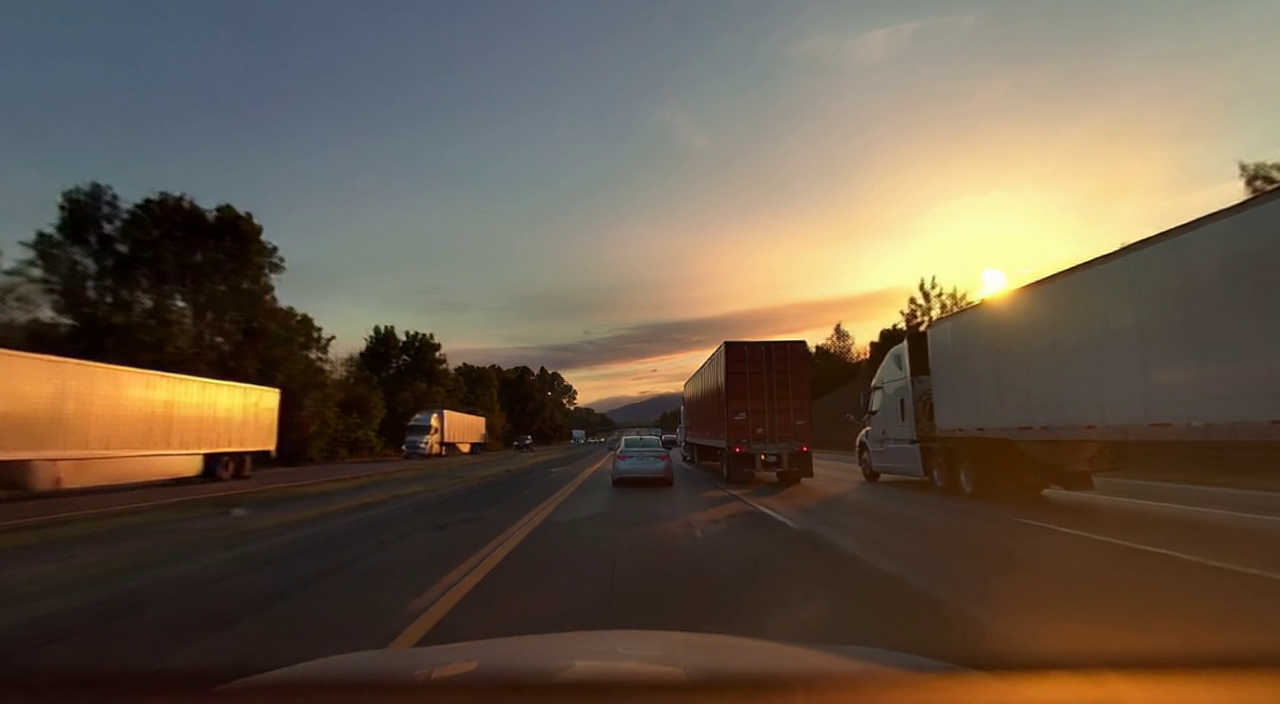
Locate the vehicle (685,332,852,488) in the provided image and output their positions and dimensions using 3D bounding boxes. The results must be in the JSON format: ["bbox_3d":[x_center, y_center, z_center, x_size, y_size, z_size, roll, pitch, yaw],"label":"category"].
[{"bbox_3d":[3.853,2.425,23.603,2.888,4.099,14.183,0,-8,-2],"label":"vehicle"}]

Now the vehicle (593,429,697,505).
[{"bbox_3d":[0.046,2.500,14.241,2.038,1.477,3.773,0,-8,-2],"label":"vehicle"}]

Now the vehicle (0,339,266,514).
[{"bbox_3d":[-16.598,2.276,18.653,2.840,4.093,13.930,0,-8,-1],"label":"vehicle"}]

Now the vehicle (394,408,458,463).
[{"bbox_3d":[-16.824,6.608,49.990,2.903,4.010,6.212,0,-8,-1],"label":"vehicle"}]

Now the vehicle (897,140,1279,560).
[{"bbox_3d":[8.149,0.251,8.585,3.110,4.308,14.260,0,-8,-1],"label":"vehicle"}]
